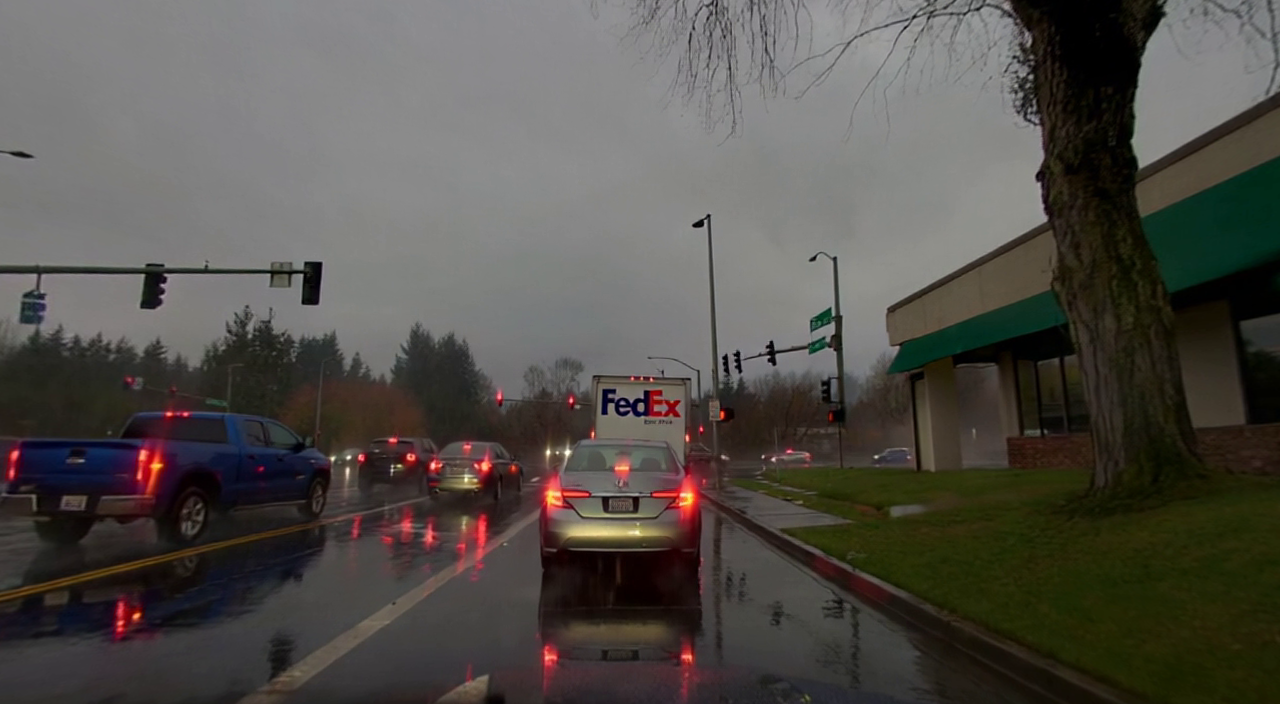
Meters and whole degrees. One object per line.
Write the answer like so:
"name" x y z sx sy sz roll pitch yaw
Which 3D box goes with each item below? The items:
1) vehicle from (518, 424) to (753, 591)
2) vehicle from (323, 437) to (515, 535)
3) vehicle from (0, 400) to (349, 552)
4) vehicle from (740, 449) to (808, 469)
"vehicle" -0.040 1.748 7.944 2.145 1.513 4.269 0 -9 0
"vehicle" -3.864 2.402 11.942 1.949 1.487 4.390 0 -9 1
"vehicle" -7.278 1.979 10.740 2.125 1.893 5.498 0 -9 -2
"vehicle" 10.354 8.281 48.669 4.841 1.494 1.829 1 -9 -5
